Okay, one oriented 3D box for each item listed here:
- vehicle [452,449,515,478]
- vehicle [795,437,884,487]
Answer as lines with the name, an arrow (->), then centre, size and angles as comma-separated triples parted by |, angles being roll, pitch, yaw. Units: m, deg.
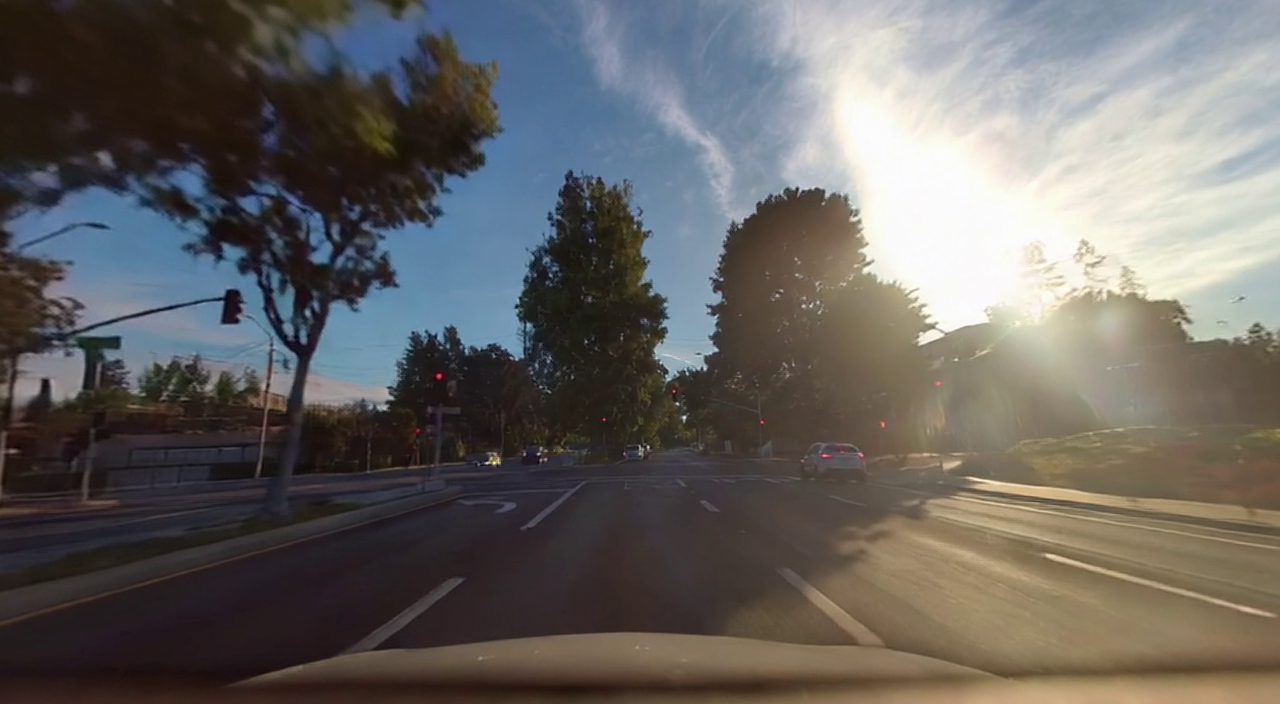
vehicle -> -9.420, 6.609, 37.831 | 2.065, 1.477, 4.519 | 3, -9, -37
vehicle -> 7.352, 4.086, 23.768 | 2.011, 1.710, 4.357 | 0, -9, 2
